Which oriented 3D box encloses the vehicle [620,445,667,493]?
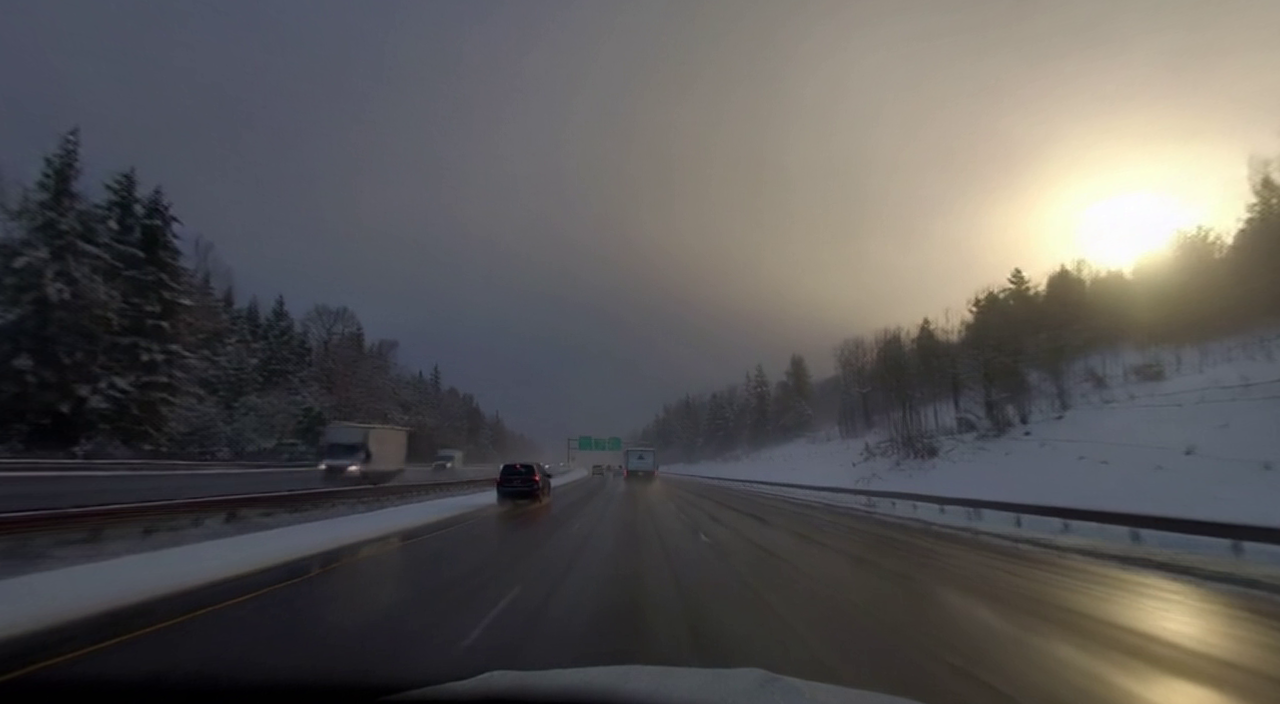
[{"bbox_3d":[0.106,6.826,36.712,2.482,2.549,5.447,1,-11,-2],"label":"vehicle"}]

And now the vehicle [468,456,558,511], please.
[{"bbox_3d":[-4.046,4.280,20.726,2.100,1.605,3.883,1,-11,0],"label":"vehicle"}]

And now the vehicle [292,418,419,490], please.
[{"bbox_3d":[-12.861,4.810,29.346,2.627,2.899,7.080,1,-11,-1],"label":"vehicle"}]
